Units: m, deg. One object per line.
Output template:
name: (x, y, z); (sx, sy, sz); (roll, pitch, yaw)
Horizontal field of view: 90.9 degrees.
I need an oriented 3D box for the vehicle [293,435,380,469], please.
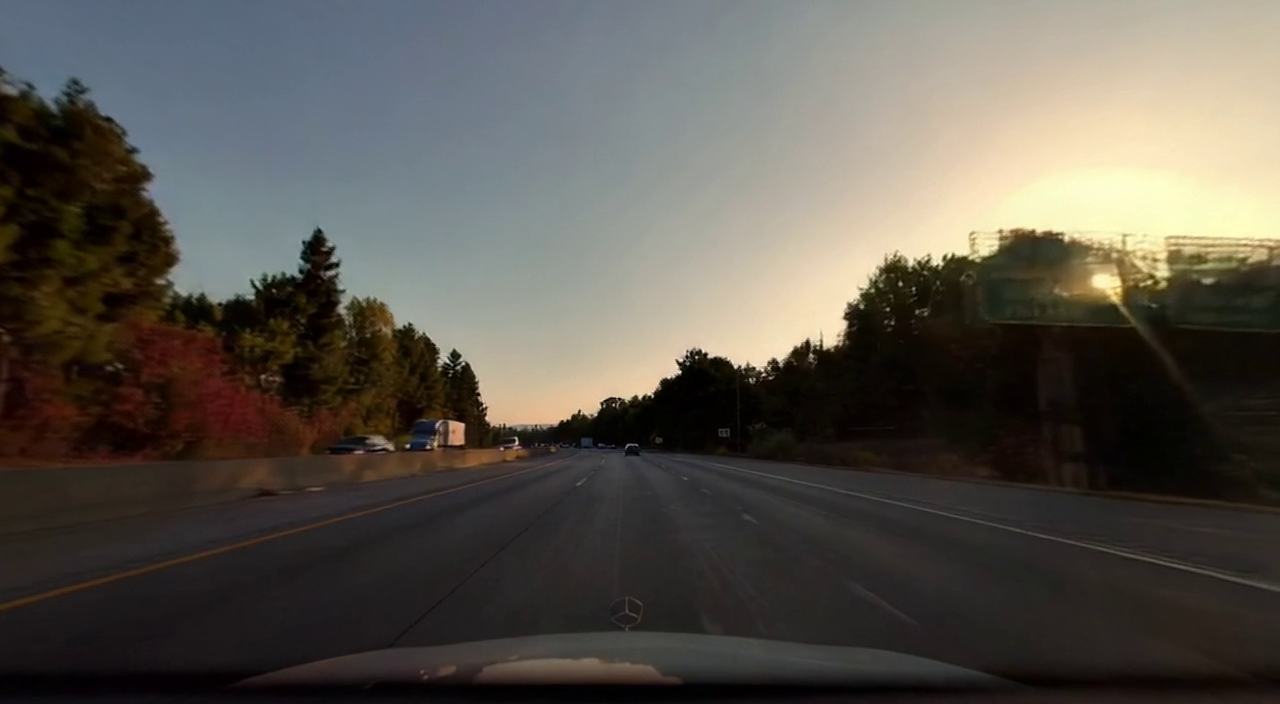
vehicle: (-13.848, 4.601, 29.085); (1.854, 1.438, 4.451); (0, -9, -1)
